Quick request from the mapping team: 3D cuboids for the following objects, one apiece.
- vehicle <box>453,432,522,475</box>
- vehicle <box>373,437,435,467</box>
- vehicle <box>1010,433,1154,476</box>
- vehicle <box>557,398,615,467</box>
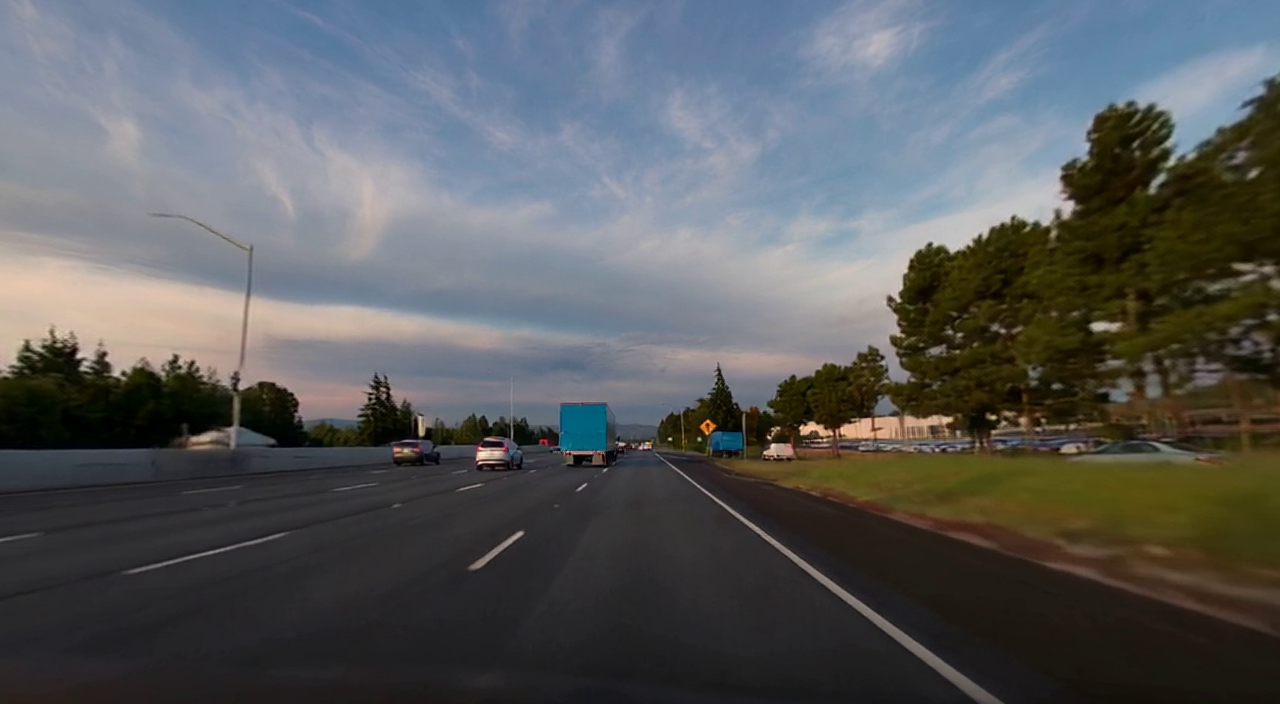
[{"bbox_3d":[-6.974,4.678,29.375,2.058,1.840,4.443,0,-8,0],"label":"vehicle"},{"bbox_3d":[-14.273,6.054,38.451,1.997,1.695,4.492,0,-8,1],"label":"vehicle"},{"bbox_3d":[17.756,4.139,25.690,2.022,1.505,4.786,3,-9,-7],"label":"vehicle"},{"bbox_3d":[-3.460,5.719,43.871,2.905,4.037,12.921,0,-8,0],"label":"vehicle"}]
